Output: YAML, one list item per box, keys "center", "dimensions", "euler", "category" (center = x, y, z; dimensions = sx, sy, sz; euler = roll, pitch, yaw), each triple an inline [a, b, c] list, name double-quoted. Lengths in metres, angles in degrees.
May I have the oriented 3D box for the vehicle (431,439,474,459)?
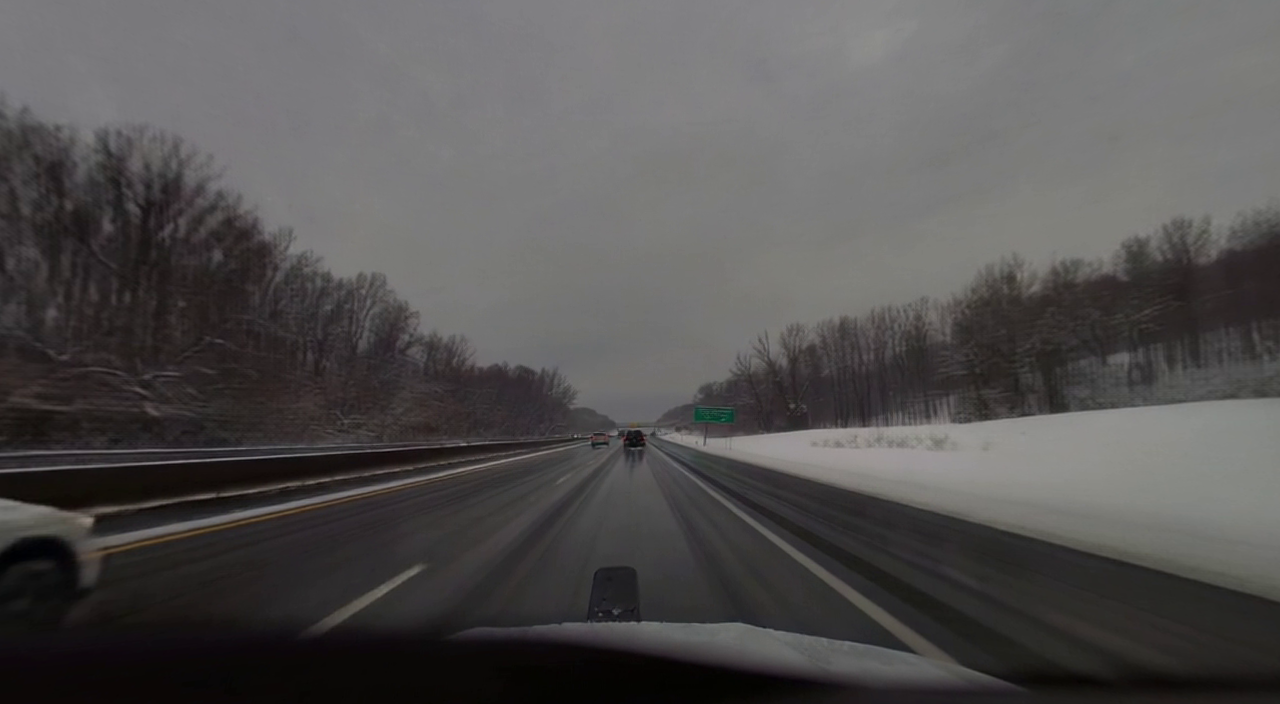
- center: [-13.801, 7.125, 46.587]
  dimensions: [1.932, 1.420, 3.930]
  euler: [0, -8, 1]
  category: "vehicle"

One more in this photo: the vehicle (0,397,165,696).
- center: [-4.228, 0.841, 2.168]
  dimensions: [2.030, 1.491, 4.046]
  euler: [0, -8, -1]
  category: "vehicle"

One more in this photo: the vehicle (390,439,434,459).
- center: [-17.372, 7.347, 48.101]
  dimensions: [1.756, 1.441, 4.091]
  euler: [0, -8, 1]
  category: "vehicle"

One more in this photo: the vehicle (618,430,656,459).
- center: [-0.194, 5.594, 38.404]
  dimensions: [2.134, 1.654, 4.174]
  euler: [0, -8, -1]
  category: "vehicle"
